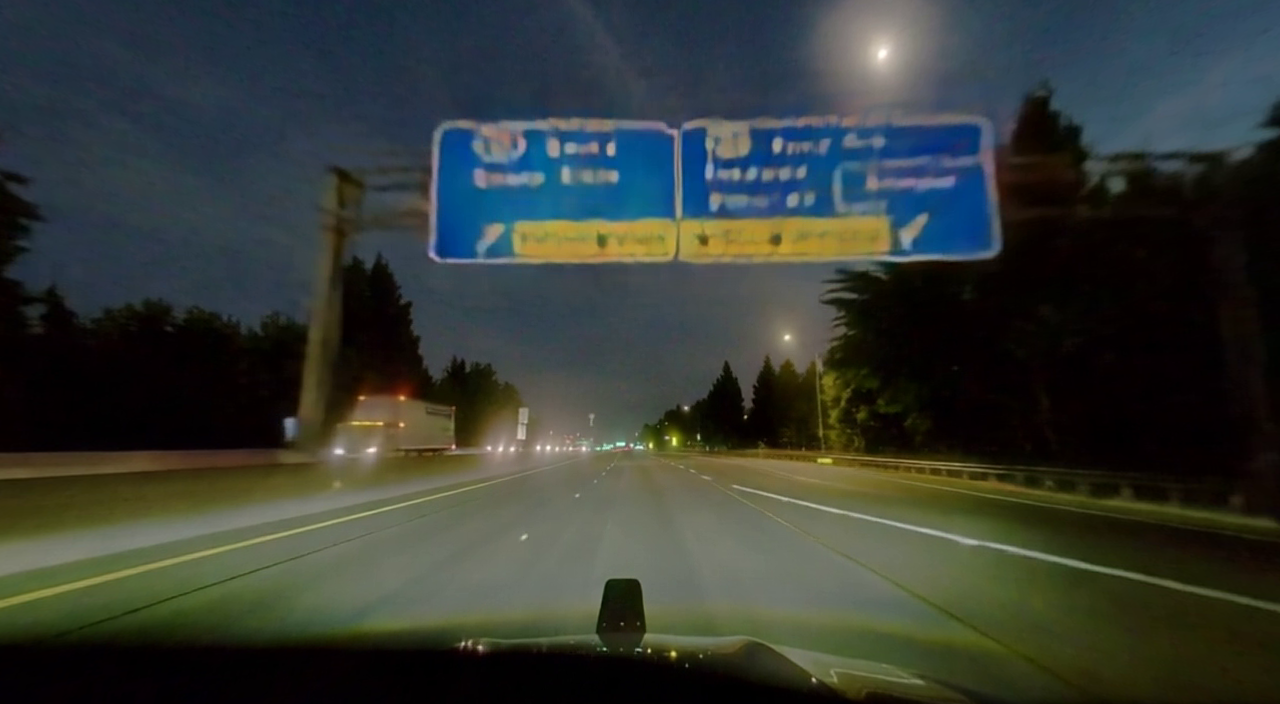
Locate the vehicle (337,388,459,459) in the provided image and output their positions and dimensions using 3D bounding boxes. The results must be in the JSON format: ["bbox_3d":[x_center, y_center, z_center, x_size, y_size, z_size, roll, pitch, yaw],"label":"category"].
[{"bbox_3d":[-16.415,5.455,44.740,2.743,4.034,16.022,-2,-9,-1],"label":"vehicle"}]
